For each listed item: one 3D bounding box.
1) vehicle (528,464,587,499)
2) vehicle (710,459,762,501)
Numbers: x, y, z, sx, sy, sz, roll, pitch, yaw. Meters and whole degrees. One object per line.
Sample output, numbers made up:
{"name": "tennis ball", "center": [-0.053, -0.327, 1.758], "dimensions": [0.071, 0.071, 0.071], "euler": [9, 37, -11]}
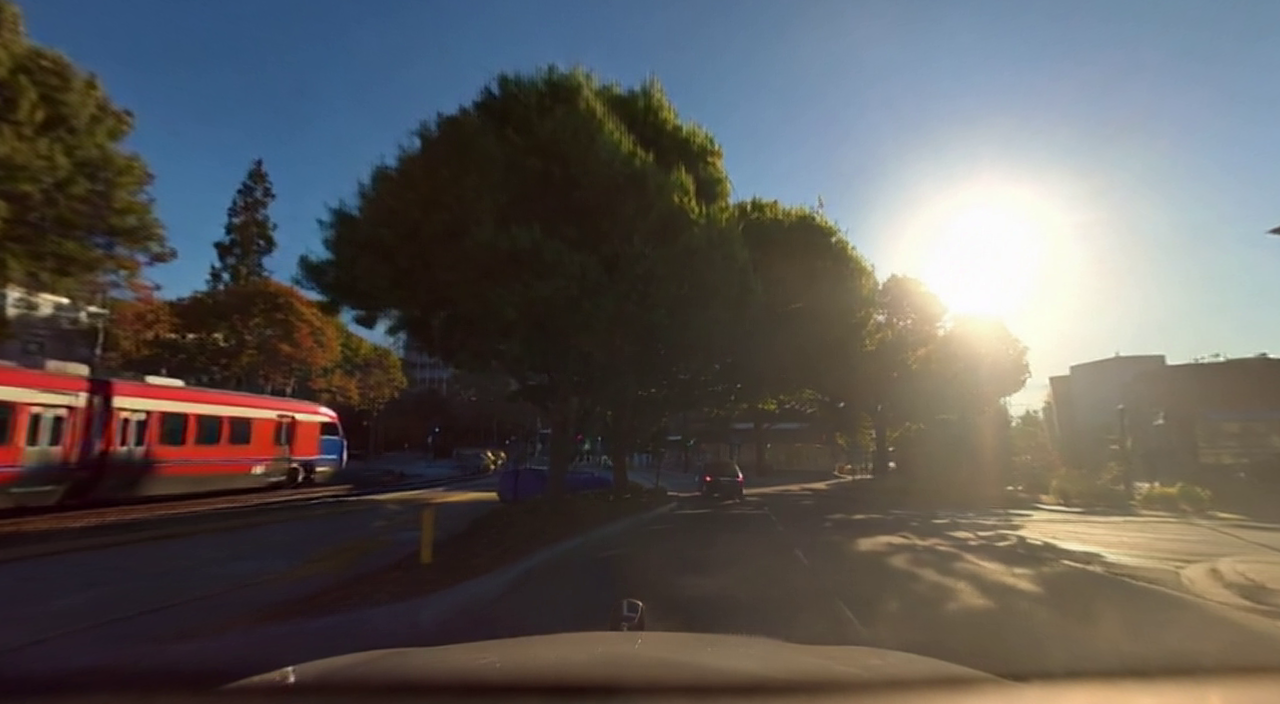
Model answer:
{"name": "vehicle", "center": [-4.123, 6.553, 32.287], "dimensions": [2.042, 1.531, 4.403], "euler": [-1, -9, 6]}
{"name": "vehicle", "center": [4.601, 6.164, 30.687], "dimensions": [2.263, 1.765, 4.237], "euler": [-1, -9, 7]}
